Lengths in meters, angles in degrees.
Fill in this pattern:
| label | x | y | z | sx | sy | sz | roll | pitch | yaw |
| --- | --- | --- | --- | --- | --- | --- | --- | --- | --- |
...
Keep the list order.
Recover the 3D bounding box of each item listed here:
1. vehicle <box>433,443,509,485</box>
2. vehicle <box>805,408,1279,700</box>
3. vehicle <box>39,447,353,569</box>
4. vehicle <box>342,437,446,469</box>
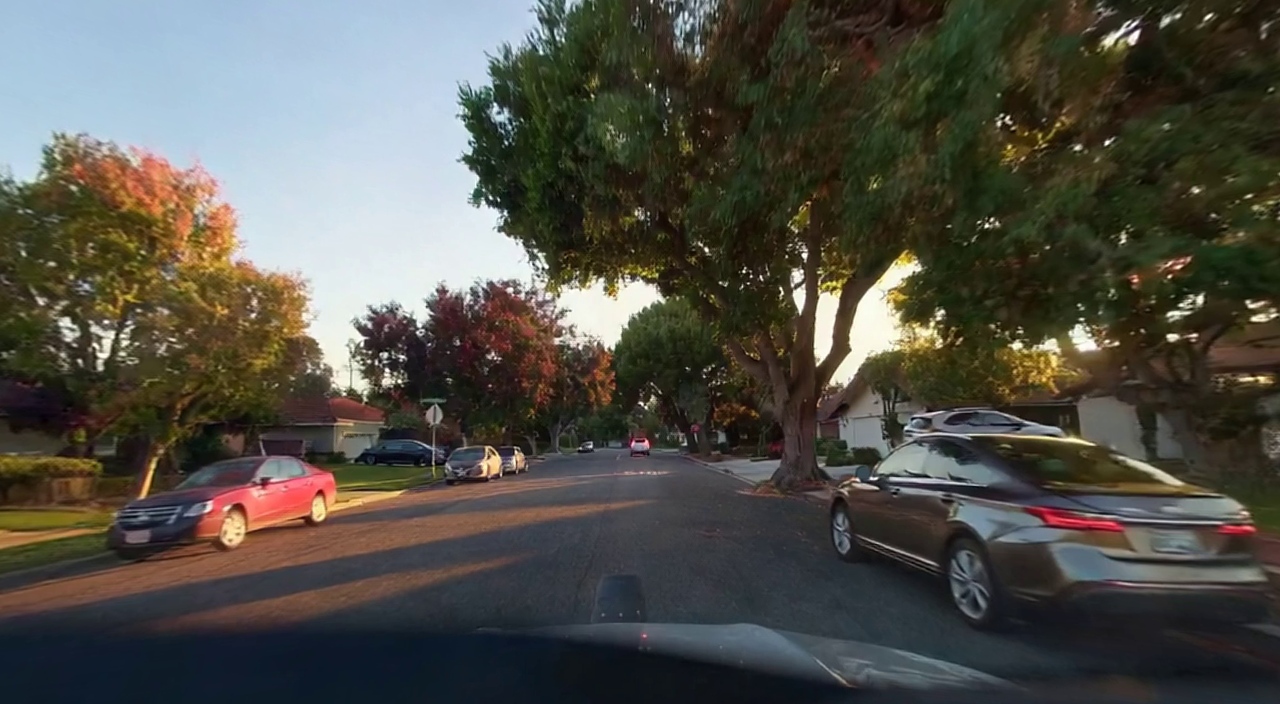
| label | x | y | z | sx | sy | sz | roll | pitch | yaw |
| --- | --- | --- | --- | --- | --- | --- | --- | --- | --- |
| vehicle | -6.830 | 4.552 | 25.993 | 1.972 | 1.543 | 4.622 | 0 | -8 | -2 |
| vehicle | 3.157 | 1.383 | 5.632 | 2.004 | 1.469 | 4.706 | 0 | -8 | -1 |
| vehicle | -6.815 | 2.385 | 10.482 | 2.009 | 1.470 | 4.475 | -3 | -9 | 0 |
| vehicle | -15.375 | 6.342 | 39.635 | 5.619 | 1.947 | 2.183 | 1 | -9 | -4 |
